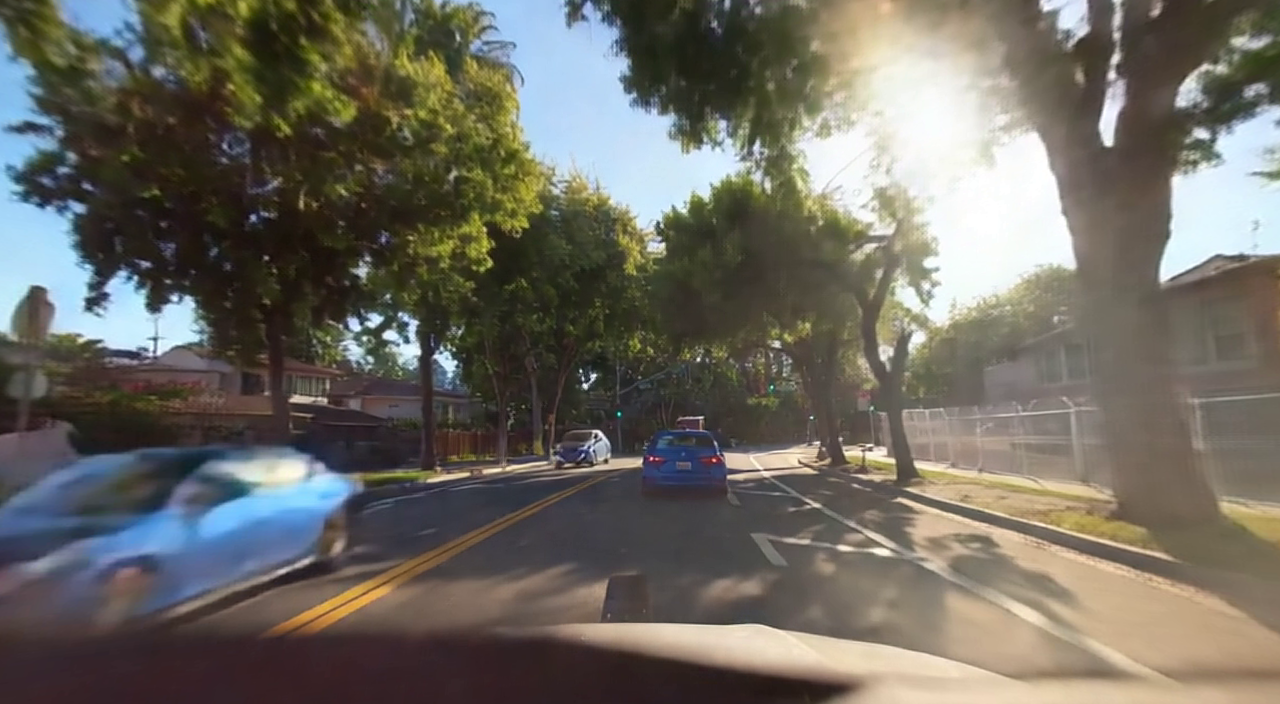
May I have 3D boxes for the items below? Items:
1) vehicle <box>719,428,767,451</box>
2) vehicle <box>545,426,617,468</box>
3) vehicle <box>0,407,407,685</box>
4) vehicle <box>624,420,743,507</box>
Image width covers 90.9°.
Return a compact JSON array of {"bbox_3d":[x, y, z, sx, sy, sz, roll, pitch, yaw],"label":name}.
[{"bbox_3d":[7.797,6.597,47.509,1.988,1.601,4.353,-5,-9,33],"label":"vehicle"},{"bbox_3d":[-2.482,4.188,27.958,2.082,1.682,4.623,-1,-8,9],"label":"vehicle"},{"bbox_3d":[-4.049,1.363,5.743,1.961,1.498,4.401,0,-8,3],"label":"vehicle"},{"bbox_3d":[0.852,2.222,13.049,2.070,1.516,3.936,0,-8,3],"label":"vehicle"}]
